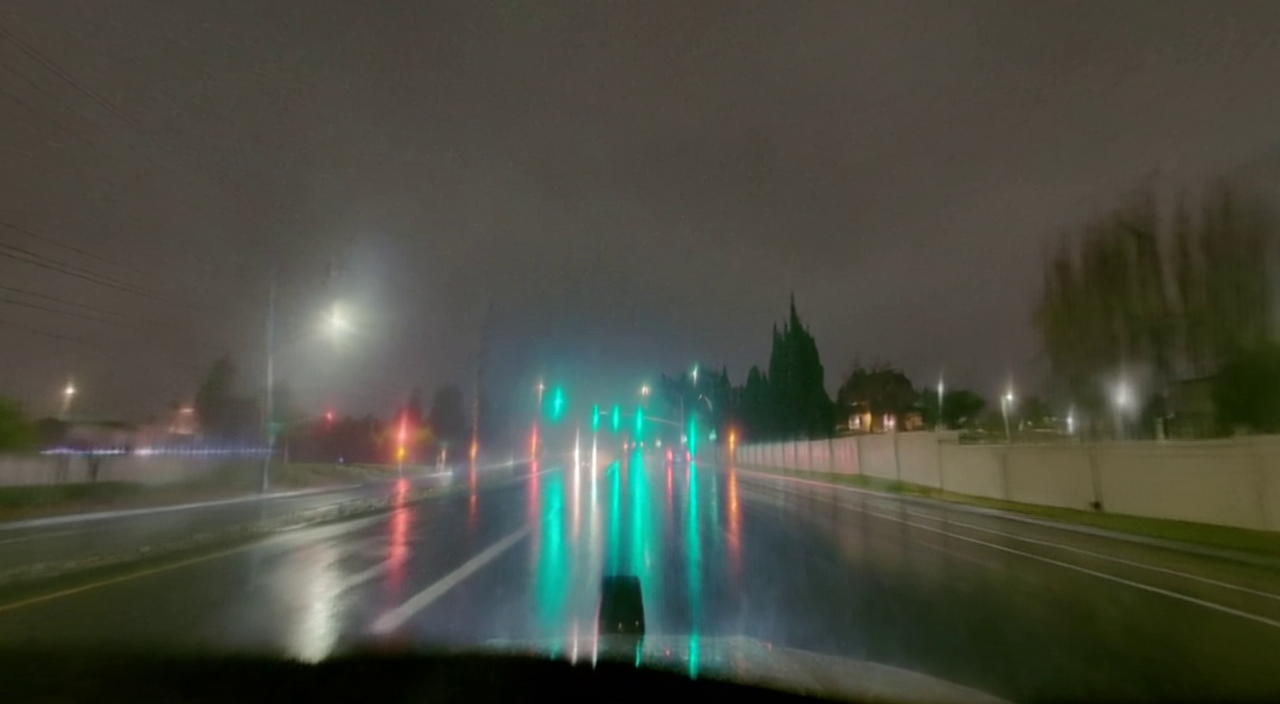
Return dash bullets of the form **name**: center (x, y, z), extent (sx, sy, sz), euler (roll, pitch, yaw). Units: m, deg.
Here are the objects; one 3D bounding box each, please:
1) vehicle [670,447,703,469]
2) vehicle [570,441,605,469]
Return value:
- **vehicle**: center (3.288, 7.604, 45.304), extent (2.105, 1.490, 4.008), euler (0, -8, 0)
- **vehicle**: center (-3.577, 7.087, 43.623), extent (2.078, 1.832, 4.746), euler (0, -8, -1)
